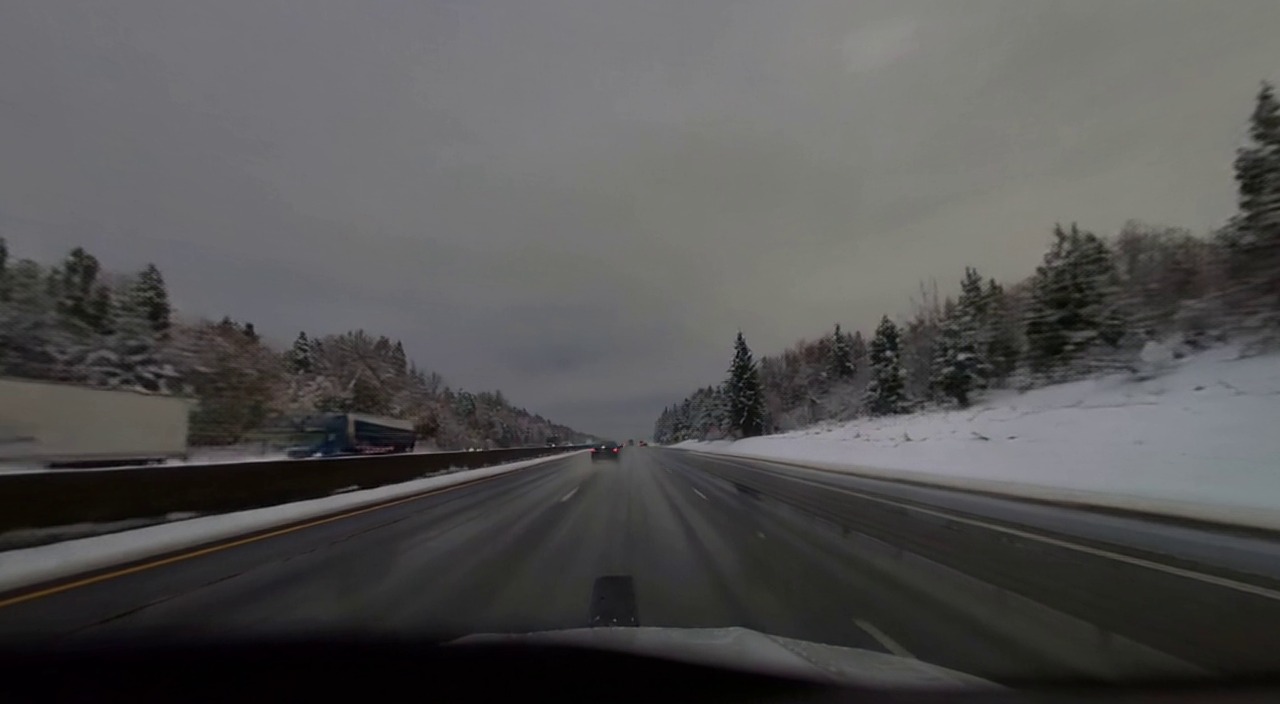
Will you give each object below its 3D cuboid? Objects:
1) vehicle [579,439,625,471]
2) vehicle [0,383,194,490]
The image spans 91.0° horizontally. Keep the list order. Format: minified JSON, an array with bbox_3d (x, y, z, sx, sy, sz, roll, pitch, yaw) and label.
[{"bbox_3d":[-1.977,5.447,33.613,2.158,1.562,4.373,-1,-8,0],"label":"vehicle"},{"bbox_3d":[-24.543,3.827,28.296,2.864,4.070,8.268,0,-8,-1],"label":"vehicle"}]
